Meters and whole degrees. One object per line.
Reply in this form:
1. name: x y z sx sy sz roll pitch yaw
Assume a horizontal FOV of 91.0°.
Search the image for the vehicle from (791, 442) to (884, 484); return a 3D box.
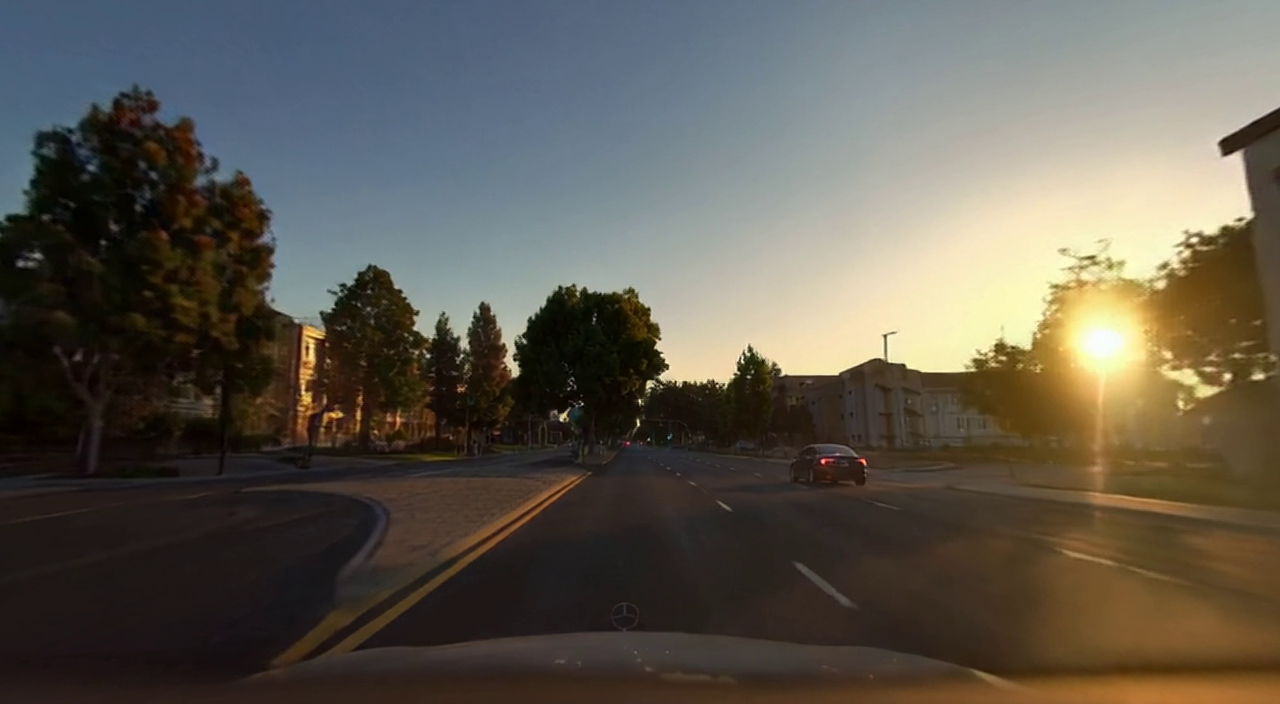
1. vehicle: 7.409 4.199 24.122 2.054 1.421 4.487 0 -9 -1
